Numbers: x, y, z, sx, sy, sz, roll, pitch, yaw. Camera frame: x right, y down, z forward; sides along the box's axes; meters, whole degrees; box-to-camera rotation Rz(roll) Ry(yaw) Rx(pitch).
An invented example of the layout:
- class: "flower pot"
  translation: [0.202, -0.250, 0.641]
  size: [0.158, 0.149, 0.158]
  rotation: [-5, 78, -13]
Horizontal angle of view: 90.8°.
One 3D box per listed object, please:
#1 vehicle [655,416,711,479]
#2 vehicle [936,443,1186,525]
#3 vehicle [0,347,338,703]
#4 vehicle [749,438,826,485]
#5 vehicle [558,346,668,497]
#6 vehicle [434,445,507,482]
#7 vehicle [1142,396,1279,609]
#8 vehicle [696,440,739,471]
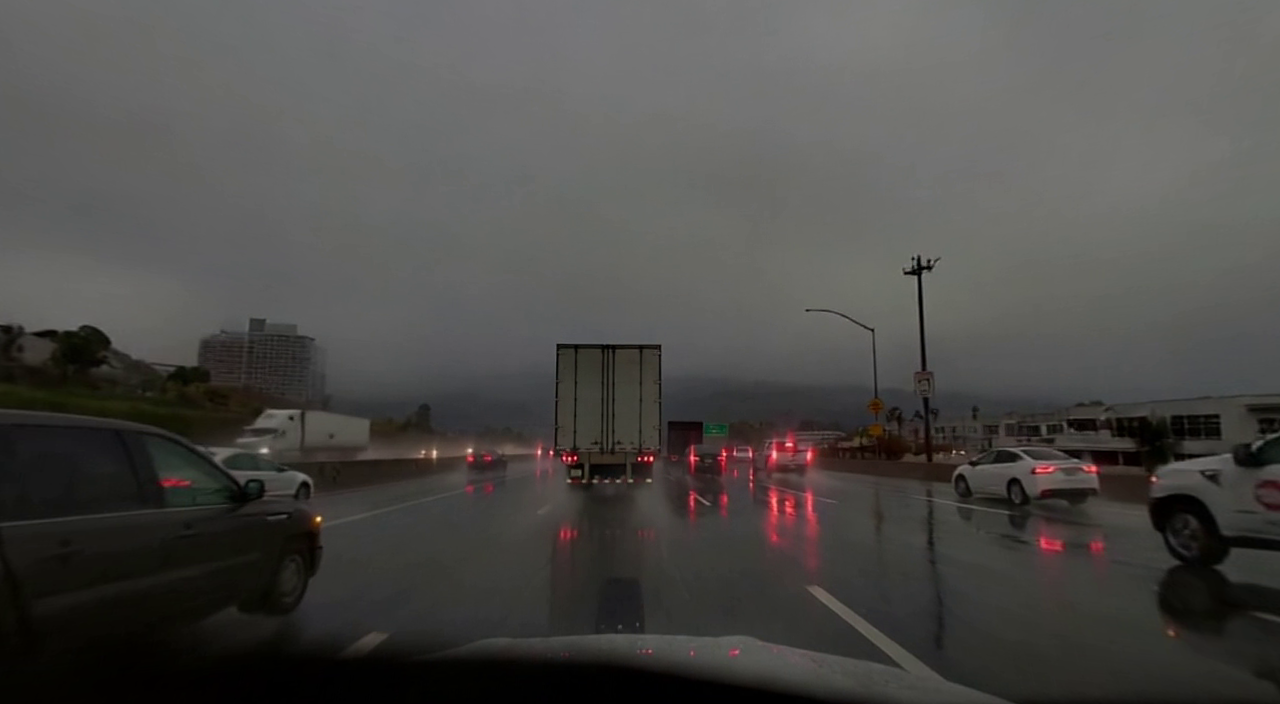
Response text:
- class: "vehicle"
  translation: [2.511, 5.987, 39.694]
  size: [2.669, 3.491, 8.645]
  rotation: [0, -9, -1]
- class: "vehicle"
  translation: [8.993, 2.828, 14.236]
  size: [2.002, 1.472, 4.950]
  rotation: [0, -9, -4]
- class: "vehicle"
  translation: [-3.313, 0.891, 2.795]
  size: [1.946, 1.641, 4.105]
  rotation: [0, -9, -1]
- class: "vehicle"
  translation: [6.360, 4.767, 27.824]
  size: [2.070, 1.888, 4.546]
  rotation: [0, -9, -2]
- class: "vehicle"
  translation: [-0.748, 2.642, 22.295]
  size: [2.906, 4.040, 10.743]
  rotation: [0, -9, 0]
- class: "vehicle"
  translation: [-7.300, 4.840, 27.768]
  size: [1.973, 1.471, 4.779]
  rotation: [0, -9, -1]
- class: "vehicle"
  translation: [6.335, 1.049, 3.995]
  size: [2.188, 1.731, 5.031]
  rotation: [0, -9, 0]
- class: "vehicle"
  translation: [5.521, 7.467, 45.697]
  size: [2.297, 2.116, 5.052]
  rotation: [0, -9, -3]
